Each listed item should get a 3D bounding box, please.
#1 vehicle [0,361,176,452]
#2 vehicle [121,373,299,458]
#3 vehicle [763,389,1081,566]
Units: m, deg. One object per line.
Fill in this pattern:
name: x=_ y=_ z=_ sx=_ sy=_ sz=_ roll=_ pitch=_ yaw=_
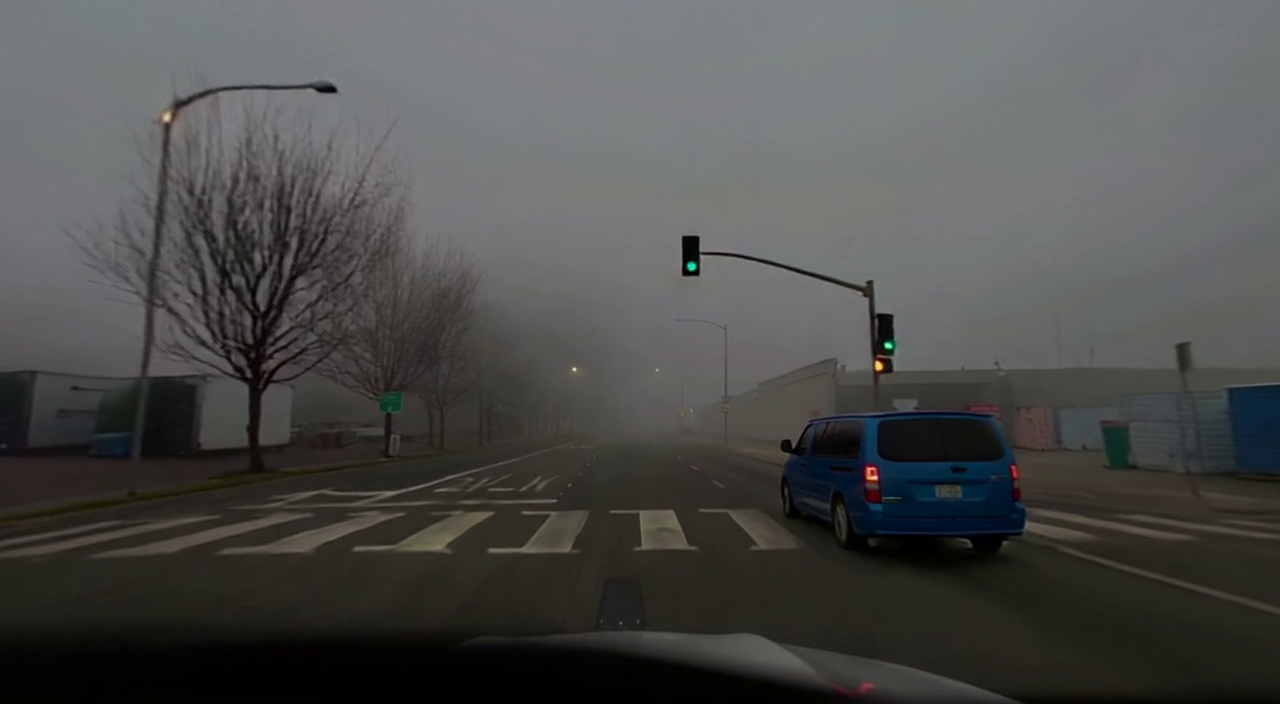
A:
vehicle: x=-27.408 y=2.733 z=30.421 sx=2.943 sy=3.741 sz=9.094 roll=1 pitch=-7 yaw=0
vehicle: x=-20.586 y=3.084 z=30.976 sx=3.337 sy=3.644 sz=7.945 roll=0 pitch=-5 yaw=-2
vehicle: x=3.426 y=1.629 z=9.039 sx=2.202 sy=1.822 sz=4.826 roll=1 pitch=-8 yaw=-2
